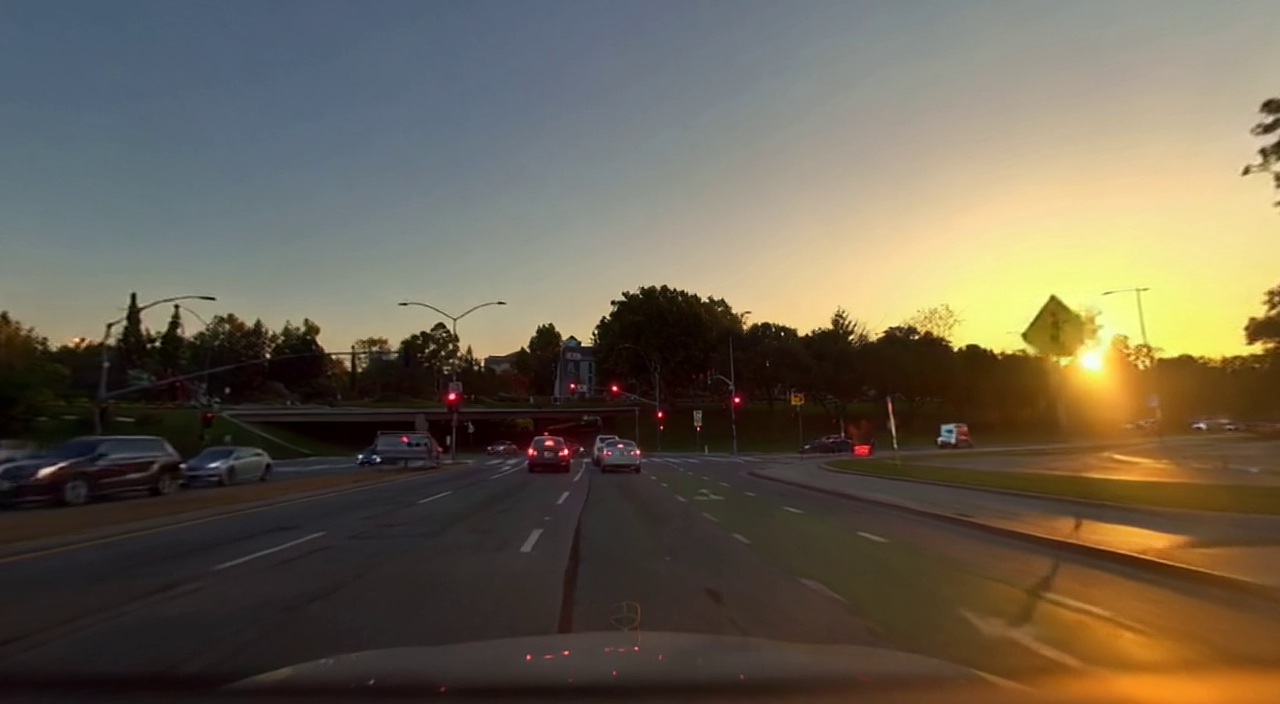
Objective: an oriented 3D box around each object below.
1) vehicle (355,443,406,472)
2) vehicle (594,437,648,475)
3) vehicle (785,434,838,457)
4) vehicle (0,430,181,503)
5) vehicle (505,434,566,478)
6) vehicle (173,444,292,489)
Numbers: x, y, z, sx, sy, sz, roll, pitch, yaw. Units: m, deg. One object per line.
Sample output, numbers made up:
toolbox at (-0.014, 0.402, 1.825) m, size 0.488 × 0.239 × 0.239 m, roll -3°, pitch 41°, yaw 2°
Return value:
vehicle at (-17.803, 7.256, 43.542) m, size 1.985 × 1.537 × 4.013 m, roll -5°, pitch -6°, yaw -4°
vehicle at (-0.885, 4.516, 27.653) m, size 2.176 × 1.489 × 4.518 m, roll 0°, pitch -9°, yaw -3°
vehicle at (13.022, 7.089, 47.770) m, size 4.166 × 1.622 × 1.908 m, roll 8°, pitch -12°, yaw -43°
vehicle at (-19.141, 3.849, 21.731) m, size 2.655 × 2.126 × 5.813 m, roll 0°, pitch -9°, yaw -5°
vehicle at (-4.181, 4.235, 26.030) m, size 2.057 × 1.610 × 4.891 m, roll 0°, pitch -9°, yaw -4°
vehicle at (-15.799, 4.430, 24.864) m, size 1.968 × 1.557 × 4.650 m, roll 1°, pitch -9°, yaw -6°
